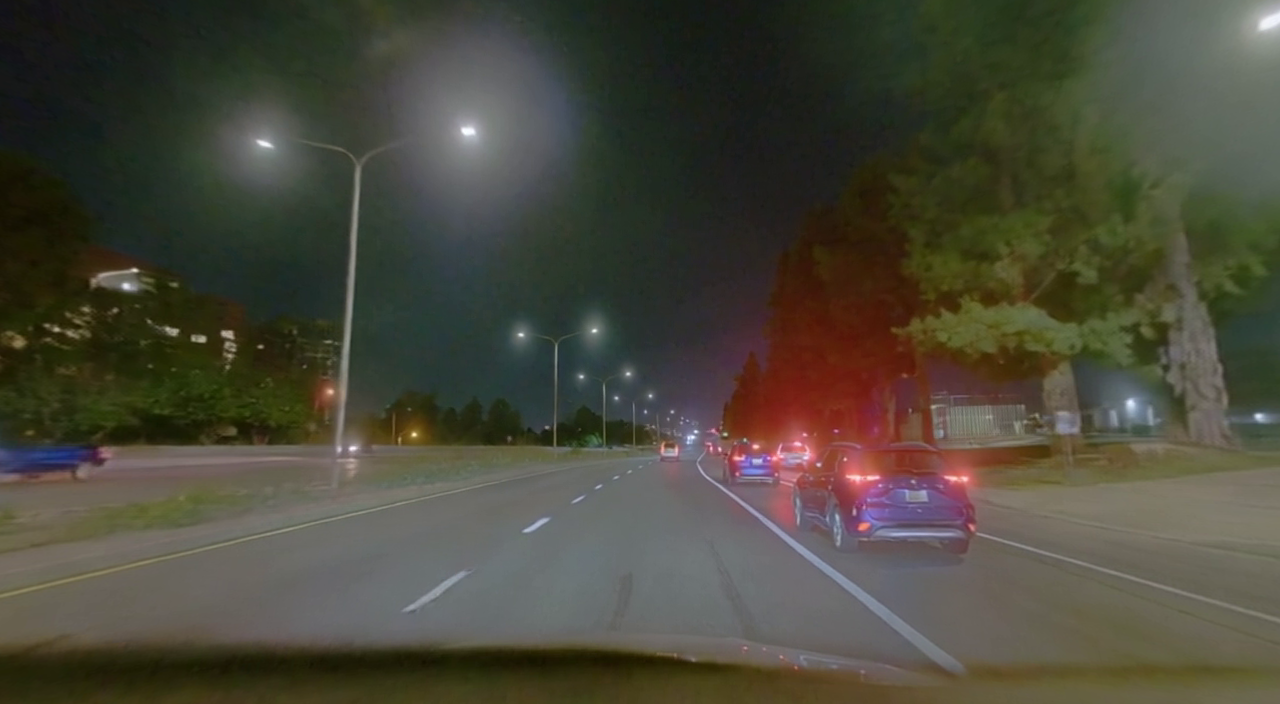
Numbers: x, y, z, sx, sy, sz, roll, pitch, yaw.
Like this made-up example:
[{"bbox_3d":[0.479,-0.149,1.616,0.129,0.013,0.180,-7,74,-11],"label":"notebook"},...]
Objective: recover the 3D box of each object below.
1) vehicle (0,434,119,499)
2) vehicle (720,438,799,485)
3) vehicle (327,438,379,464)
[{"bbox_3d":[-15.919,2.805,15.525,2.055,1.495,4.772,0,-8,1],"label":"vehicle"},{"bbox_3d":[4.150,3.863,22.671,1.981,1.499,4.536,0,-8,0],"label":"vehicle"},{"bbox_3d":[-19.465,6.724,42.909,2.140,1.626,4.526,1,-8,-10],"label":"vehicle"}]
